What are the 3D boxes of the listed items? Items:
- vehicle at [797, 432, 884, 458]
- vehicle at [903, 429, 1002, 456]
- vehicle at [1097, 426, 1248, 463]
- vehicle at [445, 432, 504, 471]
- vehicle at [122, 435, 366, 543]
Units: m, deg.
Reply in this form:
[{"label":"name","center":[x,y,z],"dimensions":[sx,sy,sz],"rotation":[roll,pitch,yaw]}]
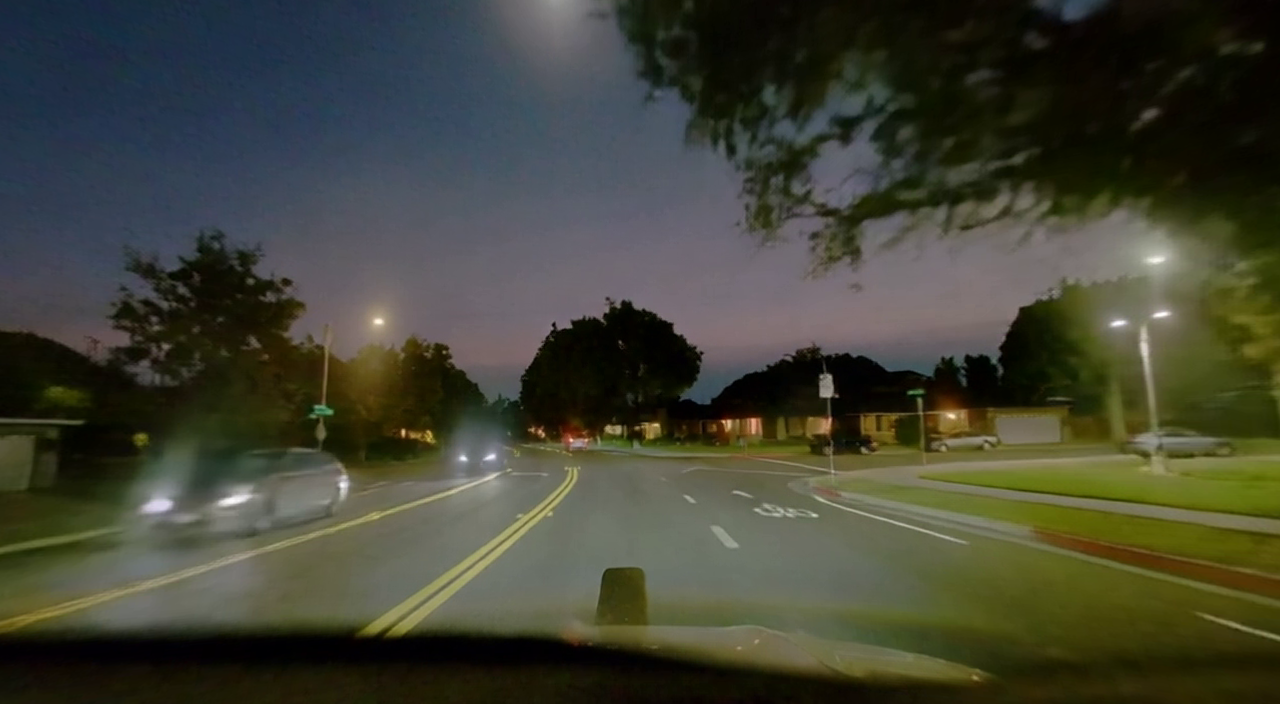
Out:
[{"label":"vehicle","center":[12.157,5.667,38.417],"dimensions":[4.737,1.447,1.766],"rotation":[-2,-8,7]},{"label":"vehicle","center":[18.412,5.355,37.319],"dimensions":[4.795,1.468,1.945],"rotation":[-2,-8,11]},{"label":"vehicle","center":[23.250,4.072,27.722],"dimensions":[4.607,1.481,1.884],"rotation":[-2,-8,12]},{"label":"vehicle","center":[-7.954,4.806,30.629],"dimensions":[2.069,1.740,4.446],"rotation":[0,-8,-6]},{"label":"vehicle","center":[-7.135,2.446,12.064],"dimensions":[1.910,1.538,4.478],"rotation":[-4,-8,-2]}]
